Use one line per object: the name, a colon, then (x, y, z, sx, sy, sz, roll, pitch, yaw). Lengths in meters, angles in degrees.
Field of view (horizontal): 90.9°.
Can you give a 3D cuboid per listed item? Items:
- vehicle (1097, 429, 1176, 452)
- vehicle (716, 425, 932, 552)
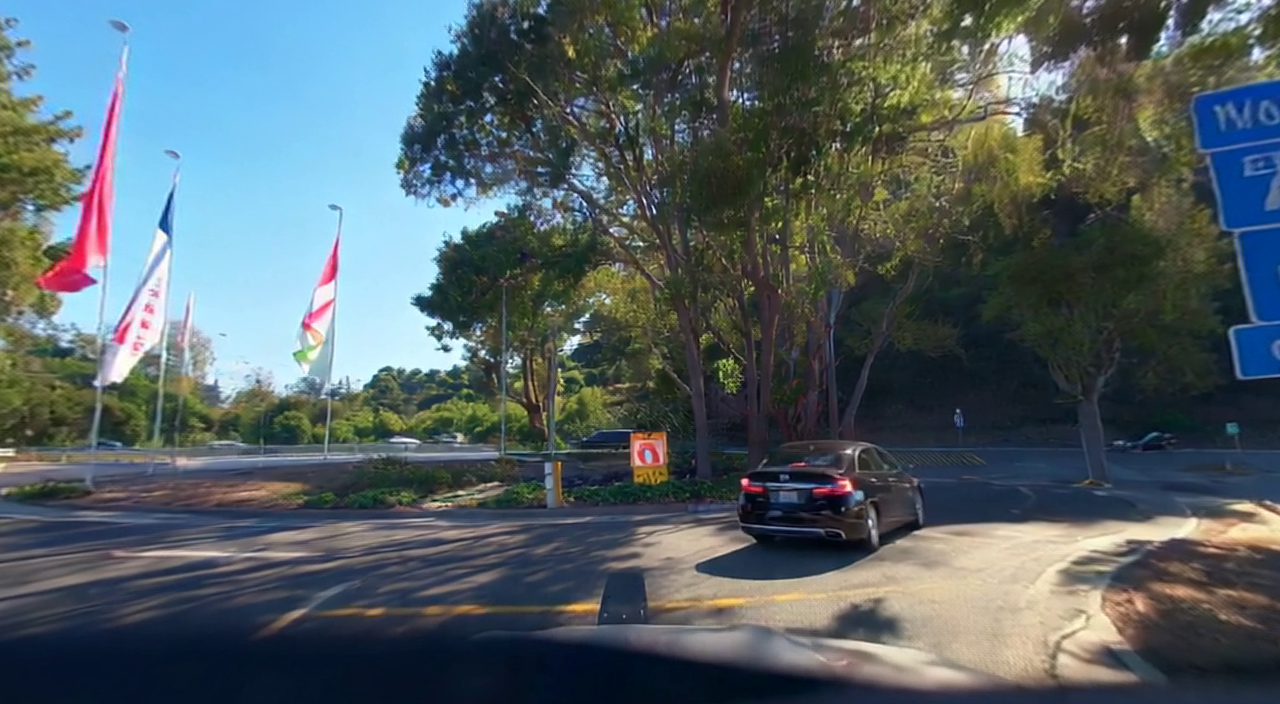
vehicle: (36.612, 6.549, 46.554, 4.045, 1.569, 1.781, -2, -9, 9)
vehicle: (3.158, 2.090, 10.296, 2.078, 1.607, 4.010, -7, -11, 36)
